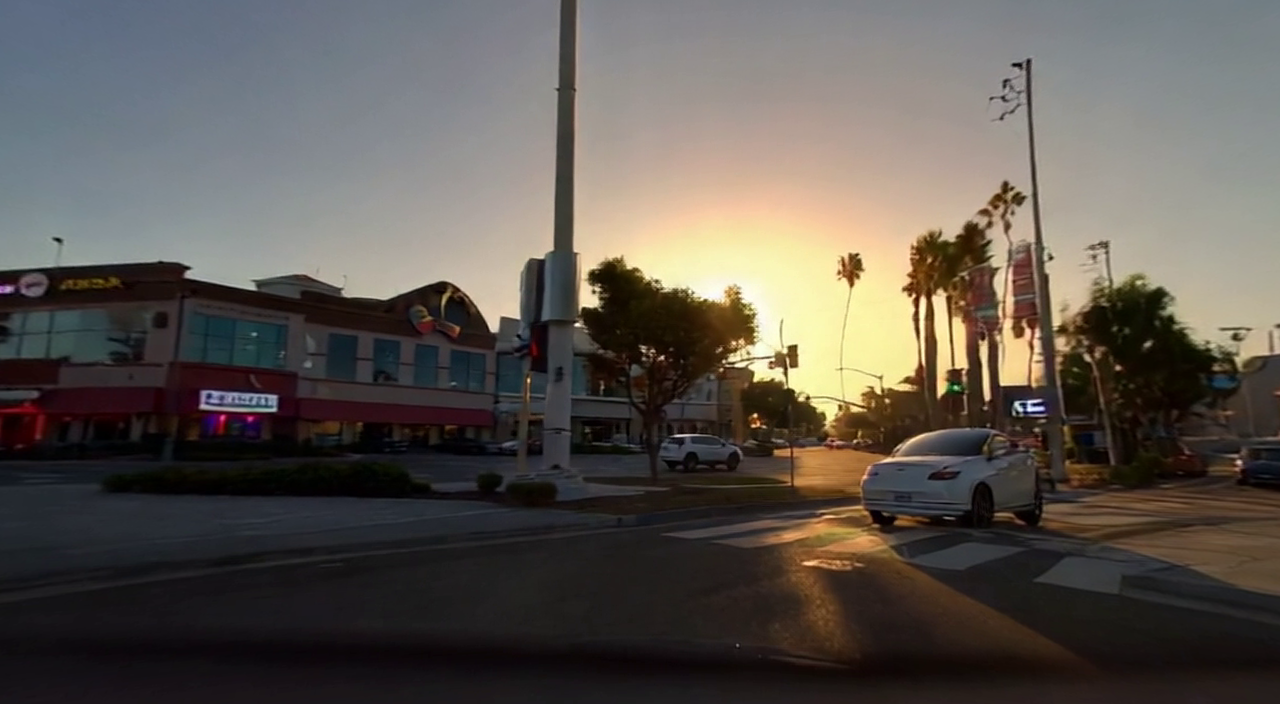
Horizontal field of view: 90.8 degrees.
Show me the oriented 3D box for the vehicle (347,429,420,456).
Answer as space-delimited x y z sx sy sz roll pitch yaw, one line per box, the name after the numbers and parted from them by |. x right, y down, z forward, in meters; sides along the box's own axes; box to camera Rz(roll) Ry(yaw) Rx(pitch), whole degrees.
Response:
-19.197 6.817 47.394 4.645 1.890 2.041 6 -11 -36 | vehicle

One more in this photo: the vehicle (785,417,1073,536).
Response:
4.707 2.020 10.821 1.870 1.611 3.978 7 -11 -38 | vehicle

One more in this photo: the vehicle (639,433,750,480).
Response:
2.274 4.281 26.051 4.211 1.756 2.158 6 -11 -37 | vehicle

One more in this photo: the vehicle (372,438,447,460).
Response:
-15.764 6.636 43.236 4.411 1.391 1.837 6 -11 -37 | vehicle
